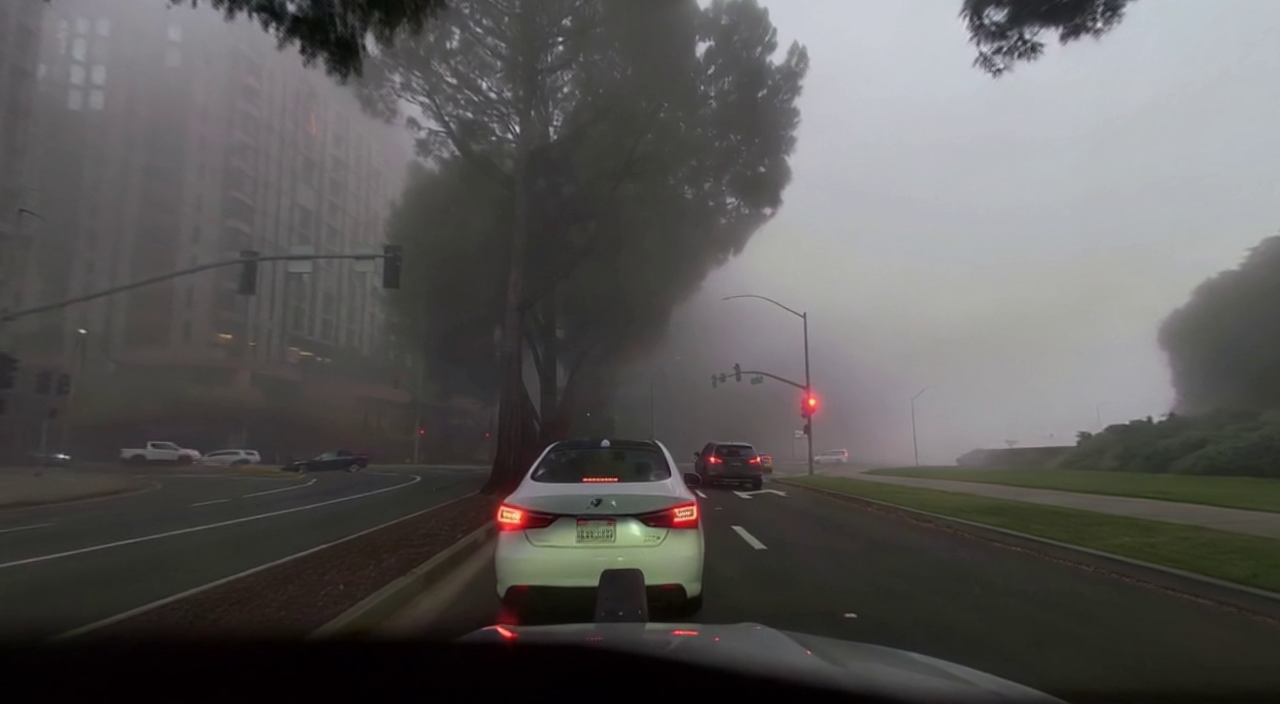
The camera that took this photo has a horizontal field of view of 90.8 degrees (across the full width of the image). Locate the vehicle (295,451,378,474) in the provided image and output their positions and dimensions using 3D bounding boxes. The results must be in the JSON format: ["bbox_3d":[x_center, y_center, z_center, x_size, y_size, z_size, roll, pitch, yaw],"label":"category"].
[{"bbox_3d":[-19.935,7.285,41.689,4.548,1.449,1.802,2,-9,-13],"label":"vehicle"}]

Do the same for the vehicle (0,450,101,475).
[{"bbox_3d":[-35.653,6.676,38.188,4.199,1.432,1.727,2,-9,-12],"label":"vehicle"}]

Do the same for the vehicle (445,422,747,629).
[{"bbox_3d":[-0.331,1.571,6.760,2.173,1.479,4.264,0,-8,0],"label":"vehicle"}]

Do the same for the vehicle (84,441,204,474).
[{"bbox_3d":[-28.082,5.983,35.938,4.877,1.754,1.978,2,-9,-12],"label":"vehicle"}]

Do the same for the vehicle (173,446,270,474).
[{"bbox_3d":[-26.468,6.820,40.101,4.575,1.718,2.008,2,-9,-12],"label":"vehicle"}]
